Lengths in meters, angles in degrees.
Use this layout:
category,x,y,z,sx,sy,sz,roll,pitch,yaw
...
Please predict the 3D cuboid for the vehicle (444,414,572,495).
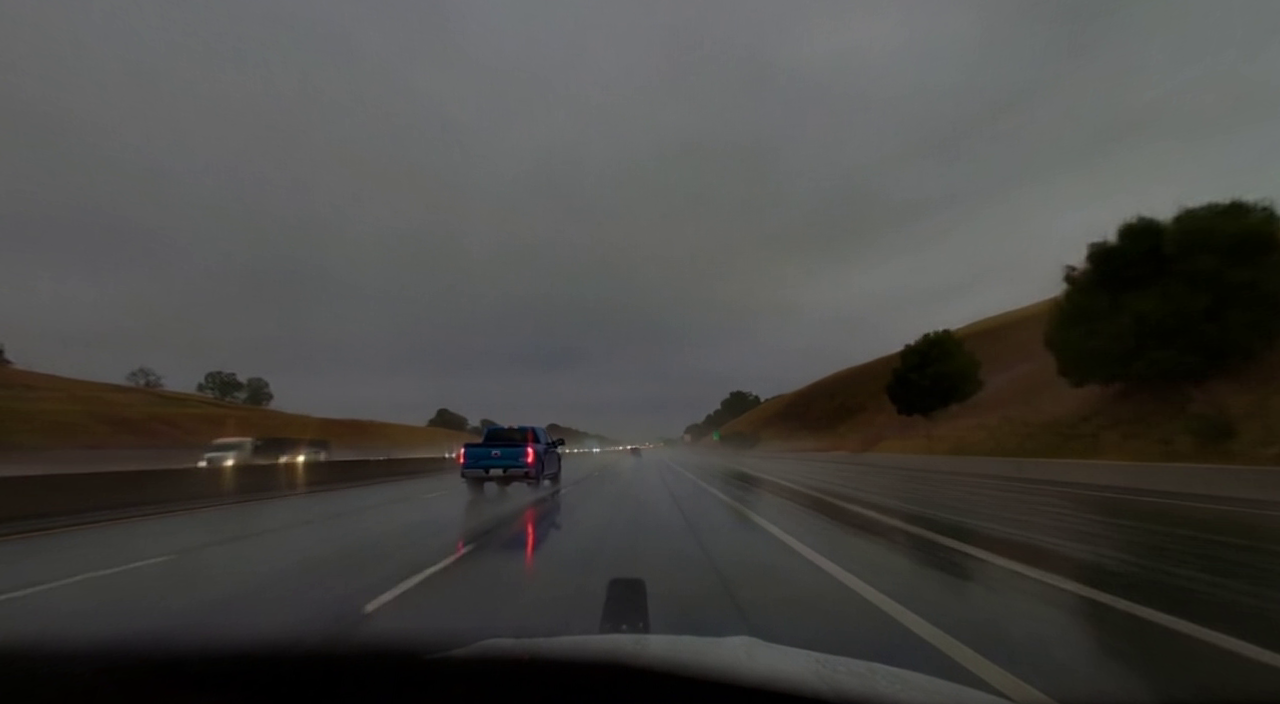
category,x,y,z,sx,sy,sz,roll,pitch,yaw
vehicle,-3.790,3.132,19.584,2.601,2.084,6.068,0,-8,1
